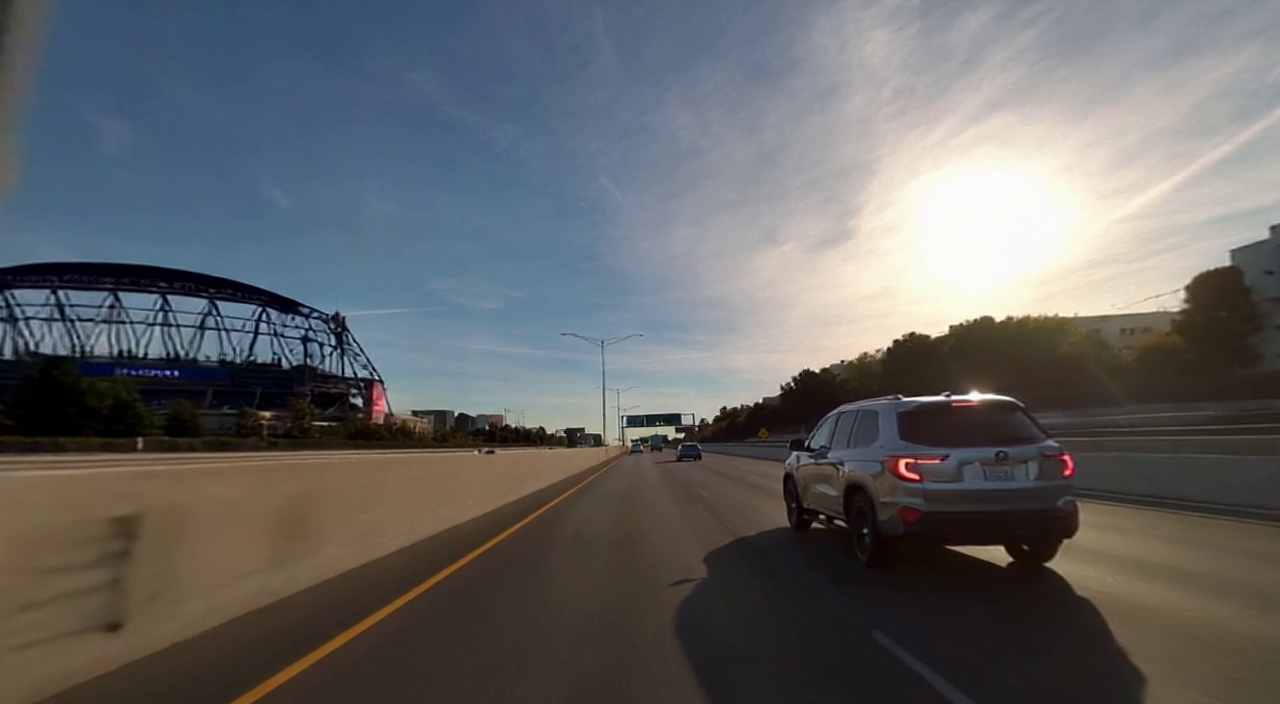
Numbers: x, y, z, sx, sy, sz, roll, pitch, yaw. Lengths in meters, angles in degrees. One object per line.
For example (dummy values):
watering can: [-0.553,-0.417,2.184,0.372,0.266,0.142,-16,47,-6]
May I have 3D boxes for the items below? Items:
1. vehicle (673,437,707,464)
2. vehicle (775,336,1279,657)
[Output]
vehicle: [3.415,6.864,44.020,1.973,1.774,4.092,0,-9,0]
vehicle: [3.077,1.255,6.508,2.199,2.002,4.970,0,-9,-1]
